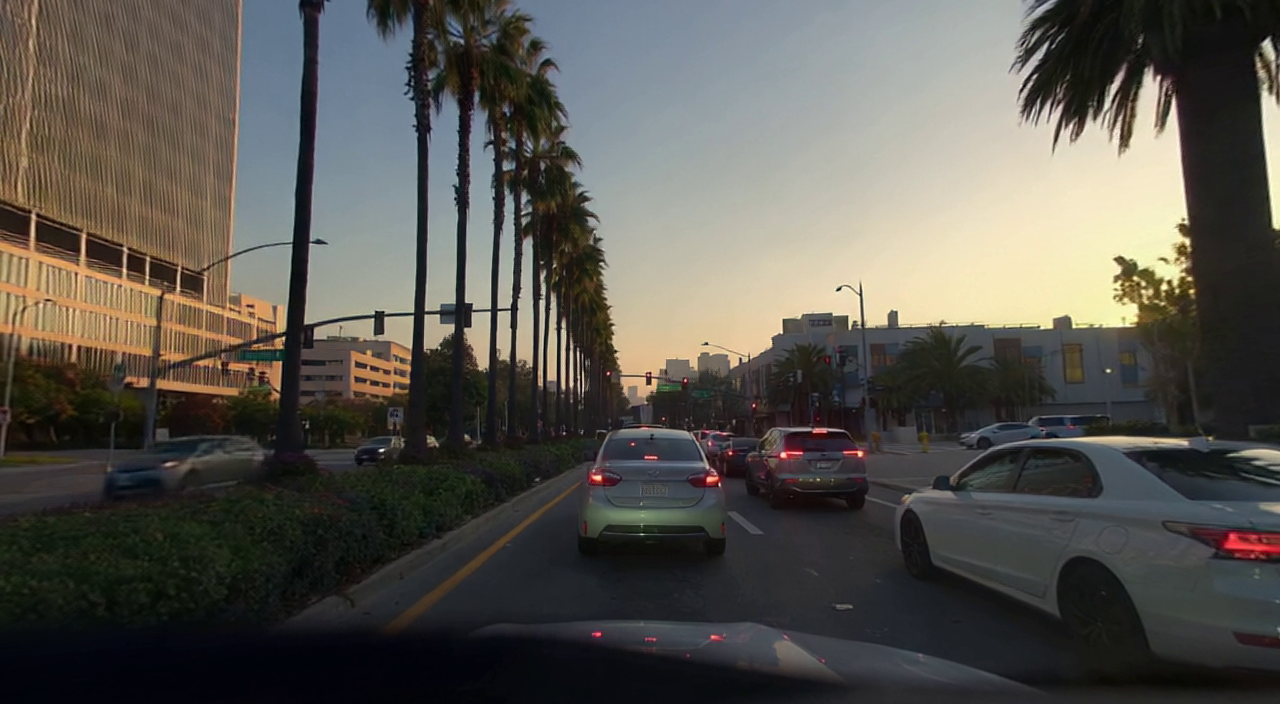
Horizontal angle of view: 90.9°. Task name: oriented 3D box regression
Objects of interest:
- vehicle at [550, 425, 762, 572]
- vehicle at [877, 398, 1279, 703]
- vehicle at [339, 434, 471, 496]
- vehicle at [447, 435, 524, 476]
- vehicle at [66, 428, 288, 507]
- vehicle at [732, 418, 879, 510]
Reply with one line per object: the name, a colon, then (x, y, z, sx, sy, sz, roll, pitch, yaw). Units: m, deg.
vehicle: (0.174, 1.786, 8.463, 2.140, 1.474, 4.026, 0, -8, 0)
vehicle: (3.535, 1.223, 4.477, 1.910, 1.490, 4.661, 0, -8, 0)
vehicle: (-6.256, 3.045, 17.386, 1.900, 1.487, 4.165, 0, -8, 2)
vehicle: (-6.043, 4.096, 25.215, 1.822, 1.456, 4.396, -1, -8, 2)
vehicle: (-11.271, 2.833, 15.910, 2.034, 1.680, 4.543, 0, -8, 2)
vehicle: (3.495, 2.463, 14.303, 2.169, 1.751, 4.276, 0, -8, 0)
